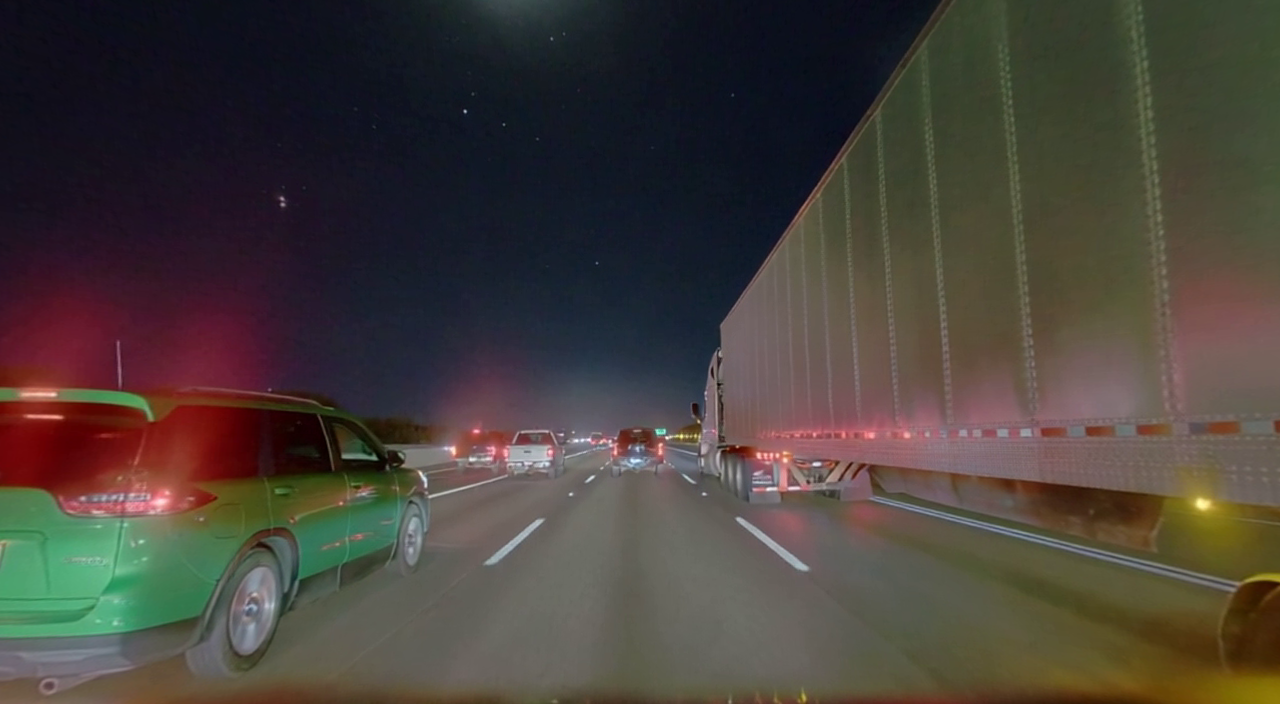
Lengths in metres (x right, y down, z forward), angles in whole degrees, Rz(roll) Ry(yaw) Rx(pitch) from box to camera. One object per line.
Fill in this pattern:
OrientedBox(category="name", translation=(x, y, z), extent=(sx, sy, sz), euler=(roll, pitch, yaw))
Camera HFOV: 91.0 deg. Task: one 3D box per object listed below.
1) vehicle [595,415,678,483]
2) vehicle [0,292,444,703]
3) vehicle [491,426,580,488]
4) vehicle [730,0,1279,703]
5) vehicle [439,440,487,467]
OrientedBox(category="vehicle", translation=(-0.123, 3.600, 23.589), extent=(2.704, 2.216, 5.804), euler=(0, -8, 0))
OrientedBox(category="vehicle", translation=(-3.274, 1.042, 4.414), extent=(2.193, 1.803, 4.958), euler=(0, -8, 0))
OrientedBox(category="vehicle", translation=(-3.310, 3.463, 21.013), extent=(2.120, 1.812, 4.659), euler=(0, -8, 1))
OrientedBox(category="vehicle", translation=(3.607, 0.192, 6.739), extent=(2.852, 4.121, 16.210), euler=(0, -8, 0))
OrientedBox(category="vehicle", translation=(-11.345, 6.527, 40.619), extent=(1.888, 1.600, 4.345), euler=(0, -9, -1))
